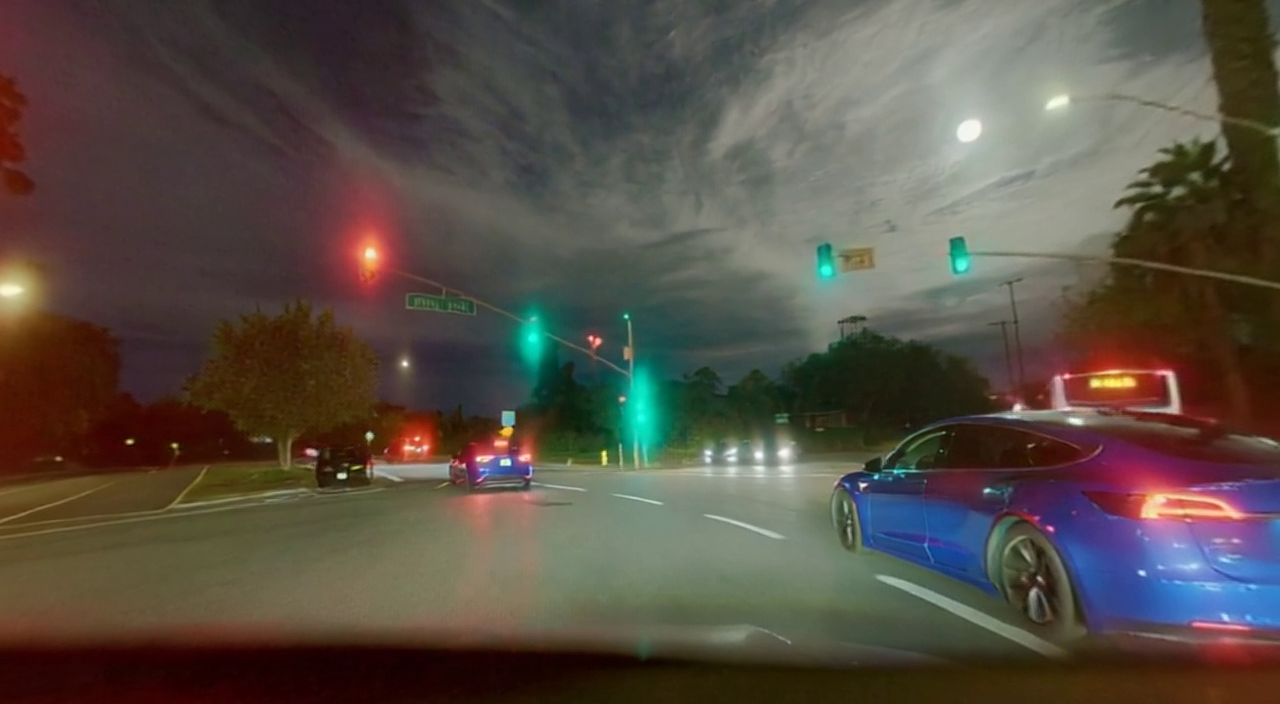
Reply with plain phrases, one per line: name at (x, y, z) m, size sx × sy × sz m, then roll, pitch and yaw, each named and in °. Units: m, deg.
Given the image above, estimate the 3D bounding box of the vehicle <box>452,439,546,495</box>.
vehicle at (-5.033, 3.939, 22.070) m, size 2.341 × 1.709 × 4.466 m, roll 3°, pitch -9°, yaw -24°

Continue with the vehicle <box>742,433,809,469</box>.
vehicle at (7.385, 5.304, 33.953) m, size 2.122 × 1.730 × 5.138 m, roll -5°, pitch -10°, yaw 27°

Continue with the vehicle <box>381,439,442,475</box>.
vehicle at (-13.140, 5.957, 36.147) m, size 2.272 × 1.891 × 4.562 m, roll 5°, pitch -10°, yaw -32°

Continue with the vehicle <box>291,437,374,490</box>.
vehicle at (-12.611, 4.457, 25.690) m, size 2.283 × 1.878 × 5.384 m, roll 5°, pitch -10°, yaw -33°

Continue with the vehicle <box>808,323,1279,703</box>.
vehicle at (3.350, 1.144, 5.300) m, size 2.205 × 1.803 × 5.135 m, roll 0°, pitch -8°, yaw -3°

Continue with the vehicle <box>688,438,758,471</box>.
vehicle at (4.931, 5.940, 36.962) m, size 2.290 × 1.688 × 5.224 m, roll -6°, pitch -9°, yaw 28°
